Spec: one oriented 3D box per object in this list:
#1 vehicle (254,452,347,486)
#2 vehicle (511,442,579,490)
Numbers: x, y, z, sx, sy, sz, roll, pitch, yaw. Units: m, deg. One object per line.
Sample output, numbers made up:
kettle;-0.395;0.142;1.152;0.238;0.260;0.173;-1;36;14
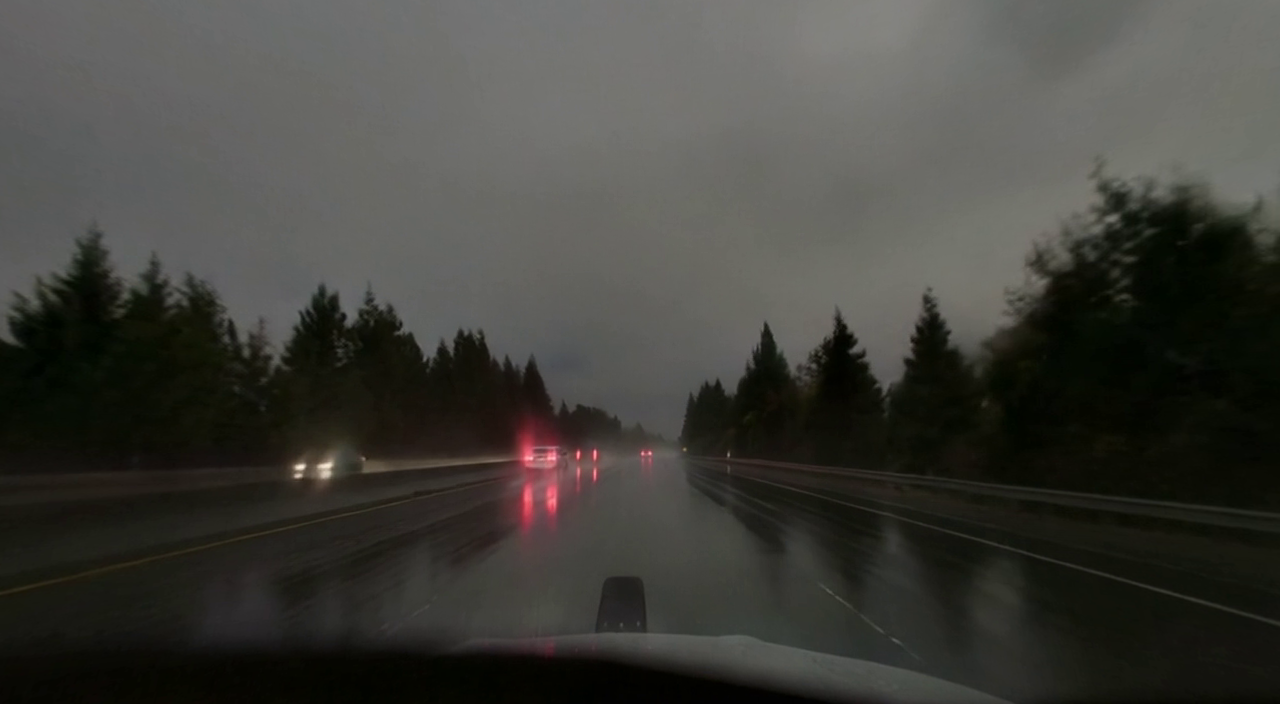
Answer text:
vehicle;-17.076;5.873;32.041;1.984;1.534;4.841;0;-9;0
vehicle;-3.417;4.175;23.406;1.846;1.600;4.108;0;-9;1
